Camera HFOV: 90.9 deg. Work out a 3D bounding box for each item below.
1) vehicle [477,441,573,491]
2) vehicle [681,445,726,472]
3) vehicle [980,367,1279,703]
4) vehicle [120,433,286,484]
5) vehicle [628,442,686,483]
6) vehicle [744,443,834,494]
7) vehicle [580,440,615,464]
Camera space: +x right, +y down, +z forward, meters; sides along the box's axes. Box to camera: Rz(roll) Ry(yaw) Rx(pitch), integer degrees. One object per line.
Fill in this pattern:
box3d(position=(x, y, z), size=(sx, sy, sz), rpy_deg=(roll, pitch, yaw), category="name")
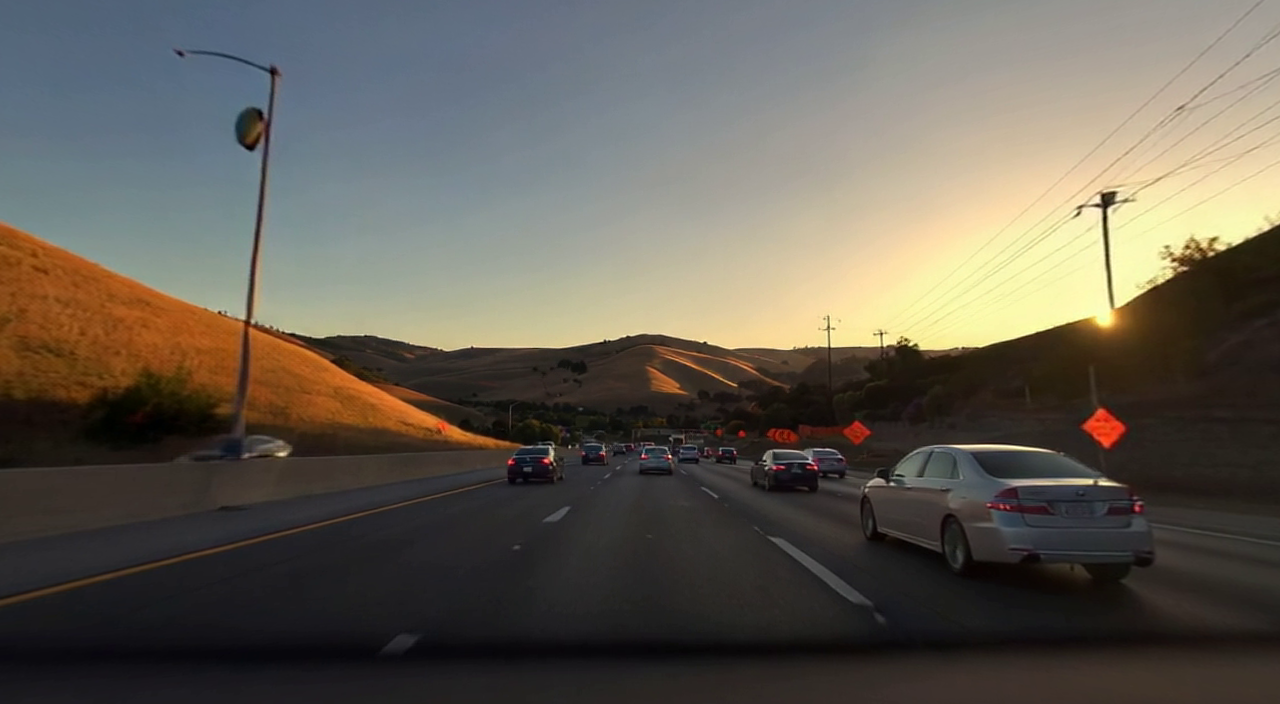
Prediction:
box3d(position=(-3.604, 3.644, 20.610), size=(2.232, 1.438, 4.163), rpy_deg=(-1, -8, 2), category="vehicle")
box3d(position=(3.621, 6.173, 36.787), size=(2.177, 1.453, 4.205), rpy_deg=(0, -8, 0), category="vehicle")
box3d(position=(3.853, 0.915, 2.873), size=(2.018, 1.670, 4.658), rpy_deg=(0, -8, 1), category="vehicle")
box3d(position=(-14.193, 3.484, 20.907), size=(2.252, 1.507, 4.433), rpy_deg=(0, -8, 1), category="vehicle")
box3d(position=(0.667, 4.427, 25.571), size=(2.138, 1.473, 4.392), rpy_deg=(0, -8, 1), category="vehicle")
box3d(position=(4.755, 3.753, 20.766), size=(1.867, 1.465, 4.093), rpy_deg=(0, -8, -2), category="vehicle")
box3d(position=(-3.117, 7.486, 47.264), size=(2.234, 1.675, 4.527), rpy_deg=(-1, -8, 2), category="vehicle")
